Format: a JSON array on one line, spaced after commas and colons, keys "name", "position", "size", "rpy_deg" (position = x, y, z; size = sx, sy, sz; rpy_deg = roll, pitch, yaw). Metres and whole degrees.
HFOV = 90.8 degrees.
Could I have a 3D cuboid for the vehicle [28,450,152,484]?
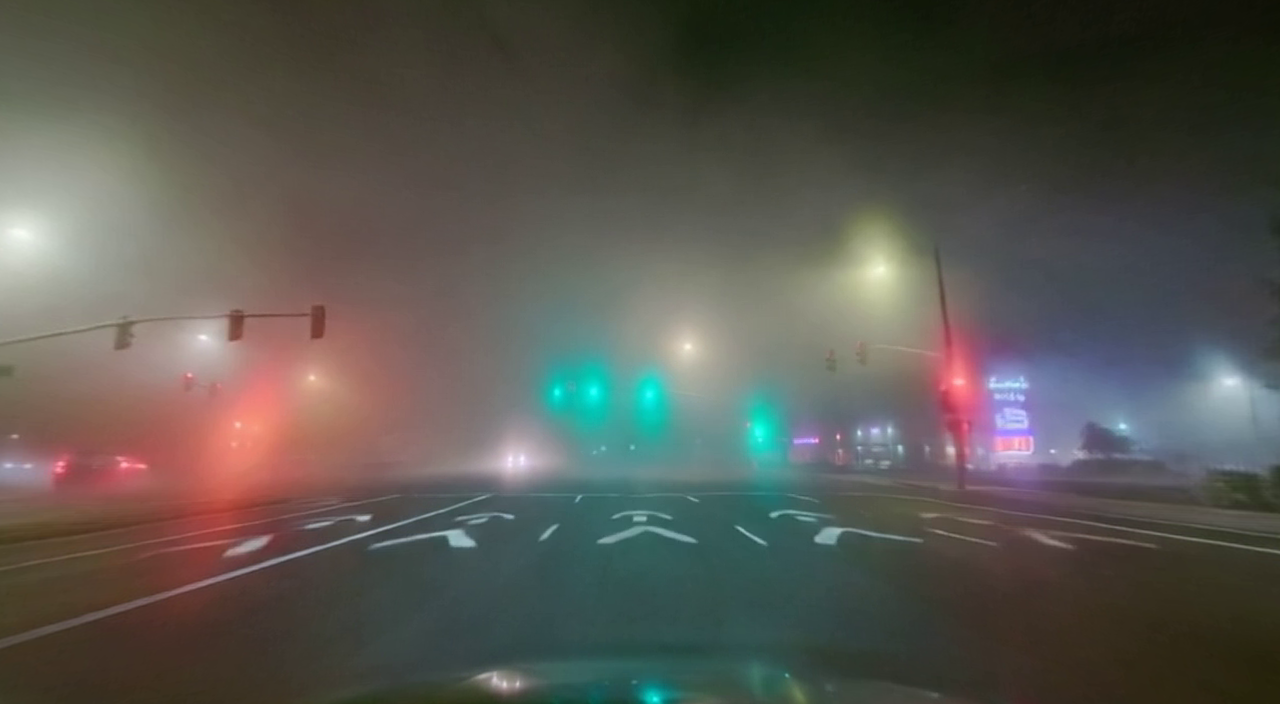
[{"name": "vehicle", "position": [-35.607, 7.427, 41.016], "size": [6.154, 2.082, 2.181], "rpy_deg": [0, -8, 4]}]
